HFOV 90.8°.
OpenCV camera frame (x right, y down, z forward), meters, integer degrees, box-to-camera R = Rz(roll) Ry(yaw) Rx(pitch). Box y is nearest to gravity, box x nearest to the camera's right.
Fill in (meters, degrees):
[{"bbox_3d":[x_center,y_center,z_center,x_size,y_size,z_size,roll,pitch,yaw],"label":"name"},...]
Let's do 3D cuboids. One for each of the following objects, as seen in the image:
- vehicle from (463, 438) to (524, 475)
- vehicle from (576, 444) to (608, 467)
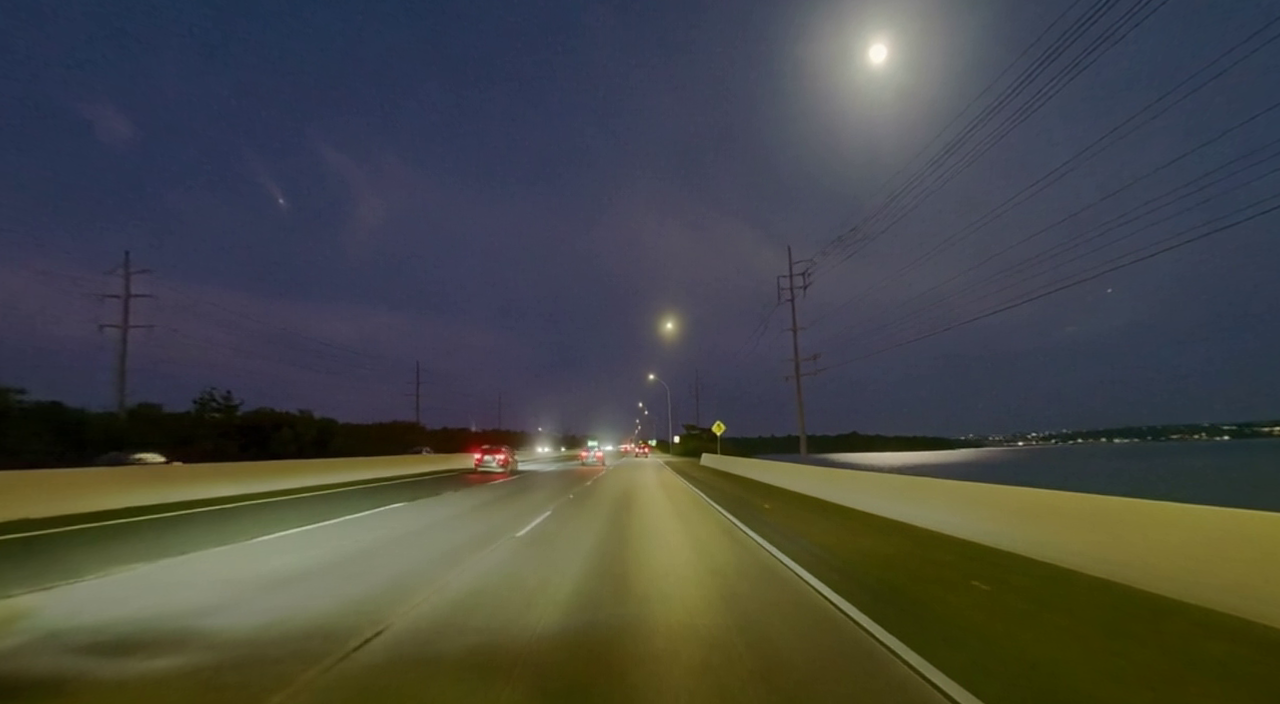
[{"bbox_3d":[-7.432,5.354,32.526,2.050,1.717,4.418,0,-9,1],"label":"vehicle"},{"bbox_3d":[-3.404,7.432,45.491,1.957,1.494,4.207,0,-9,1],"label":"vehicle"}]
